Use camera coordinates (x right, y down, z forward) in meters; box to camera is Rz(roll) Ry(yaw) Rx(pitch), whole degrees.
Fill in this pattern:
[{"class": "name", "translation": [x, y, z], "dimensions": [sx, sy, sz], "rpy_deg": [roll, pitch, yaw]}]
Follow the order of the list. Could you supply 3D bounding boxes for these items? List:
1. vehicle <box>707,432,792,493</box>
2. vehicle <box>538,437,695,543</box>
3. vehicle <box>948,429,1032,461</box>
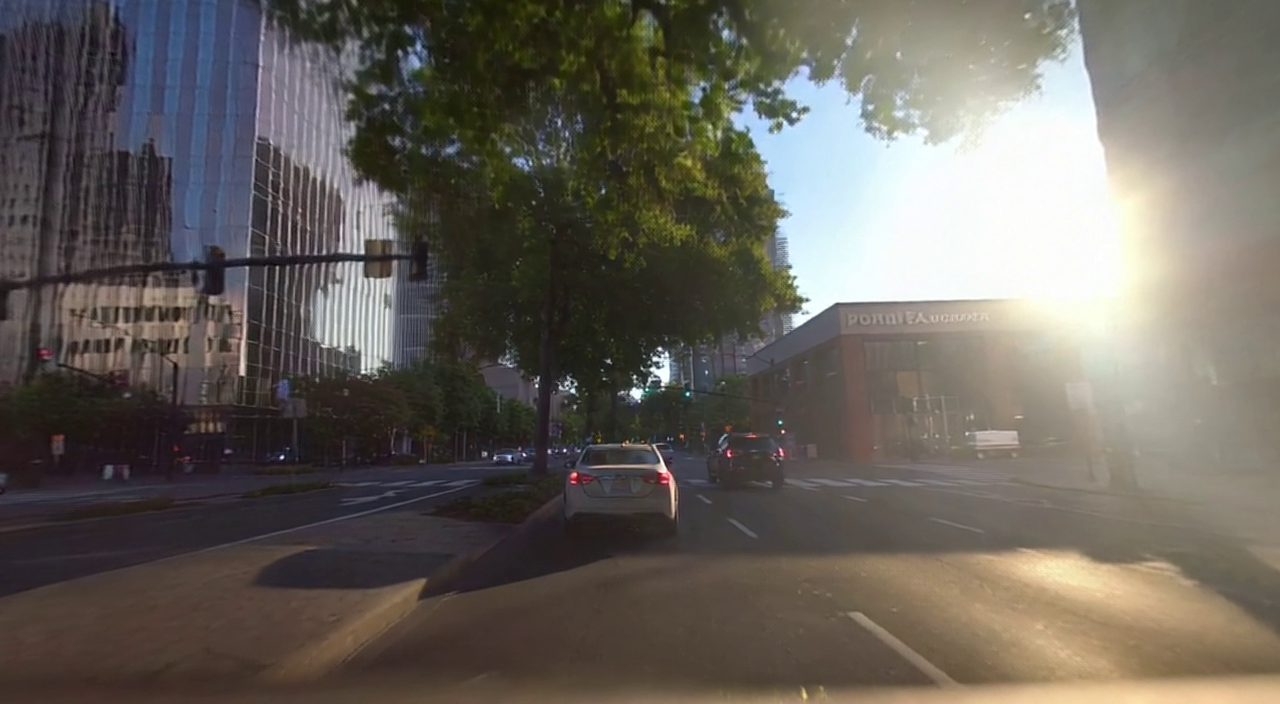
[{"class": "vehicle", "translation": [3.512, 3.609, 21.094], "dimensions": [2.078, 1.799, 4.089], "rpy_deg": [1, -7, -1]}, {"class": "vehicle", "translation": [-0.355, 2.167, 10.684], "dimensions": [2.144, 1.398, 3.963], "rpy_deg": [1, -7, -1]}, {"class": "vehicle", "translation": [24.249, 6.520, 43.934], "dimensions": [4.384, 2.000, 2.345], "rpy_deg": [1, -12, -4]}]
